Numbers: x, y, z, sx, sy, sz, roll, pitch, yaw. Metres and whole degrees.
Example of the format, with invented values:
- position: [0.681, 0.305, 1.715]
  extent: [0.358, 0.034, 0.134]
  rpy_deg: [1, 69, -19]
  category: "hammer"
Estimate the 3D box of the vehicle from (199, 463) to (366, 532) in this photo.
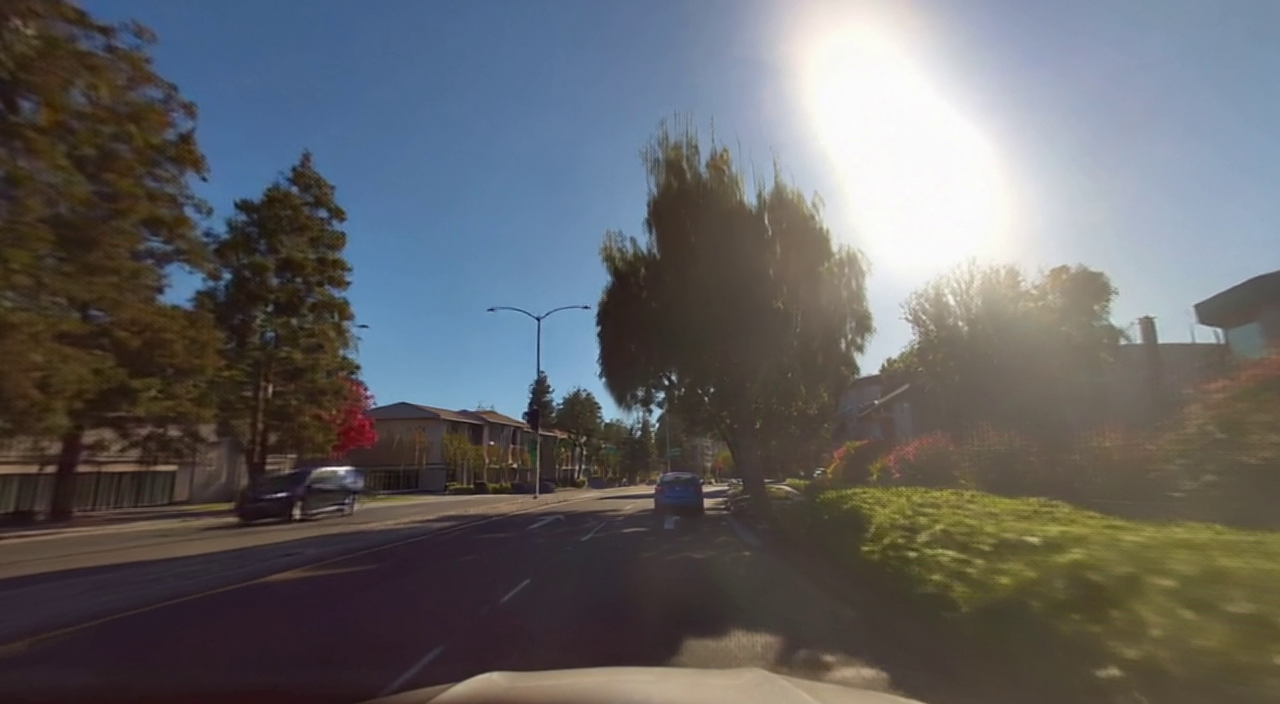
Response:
- position: [-10.728, 4.375, 19.451]
  extent: [2.066, 1.744, 4.771]
  rpy_deg: [-4, -11, 5]
  category: "vehicle"

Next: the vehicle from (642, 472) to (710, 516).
- position: [1.385, 4.824, 21.803]
  extent: [1.972, 1.250, 5.282]
  rpy_deg: [-1, -11, 7]
  category: "vehicle"
